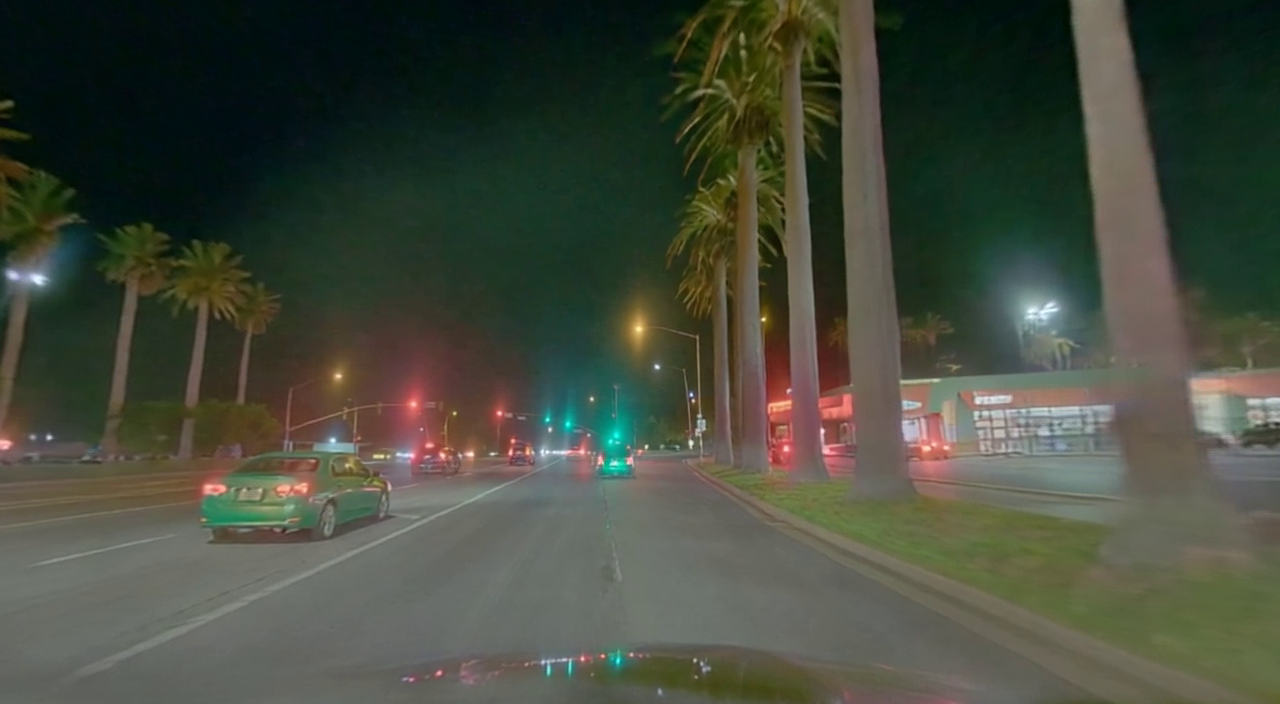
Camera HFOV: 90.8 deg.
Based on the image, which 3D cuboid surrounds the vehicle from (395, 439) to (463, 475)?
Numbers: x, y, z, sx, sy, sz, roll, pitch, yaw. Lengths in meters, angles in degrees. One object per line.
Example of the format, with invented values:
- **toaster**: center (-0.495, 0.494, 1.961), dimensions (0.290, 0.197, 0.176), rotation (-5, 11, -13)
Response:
- **vehicle**: center (-10.767, 5.394, 32.700), dimensions (2.108, 1.669, 5.076), rotation (1, -9, -4)

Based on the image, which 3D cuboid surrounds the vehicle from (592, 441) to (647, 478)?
- **vehicle**: center (-0.806, 4.733, 28.004), dimensions (2.070, 1.493, 4.570), rotation (-1, -9, 3)

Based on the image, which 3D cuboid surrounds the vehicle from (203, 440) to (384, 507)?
- **vehicle**: center (-8.548, 3.022, 16.177), dimensions (1.958, 1.455, 4.504), rotation (0, -9, 2)

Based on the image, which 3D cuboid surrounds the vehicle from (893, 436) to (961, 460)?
- **vehicle**: center (19.097, 6.472, 42.285), dimensions (1.882, 1.463, 4.550), rotation (1, -10, -8)
